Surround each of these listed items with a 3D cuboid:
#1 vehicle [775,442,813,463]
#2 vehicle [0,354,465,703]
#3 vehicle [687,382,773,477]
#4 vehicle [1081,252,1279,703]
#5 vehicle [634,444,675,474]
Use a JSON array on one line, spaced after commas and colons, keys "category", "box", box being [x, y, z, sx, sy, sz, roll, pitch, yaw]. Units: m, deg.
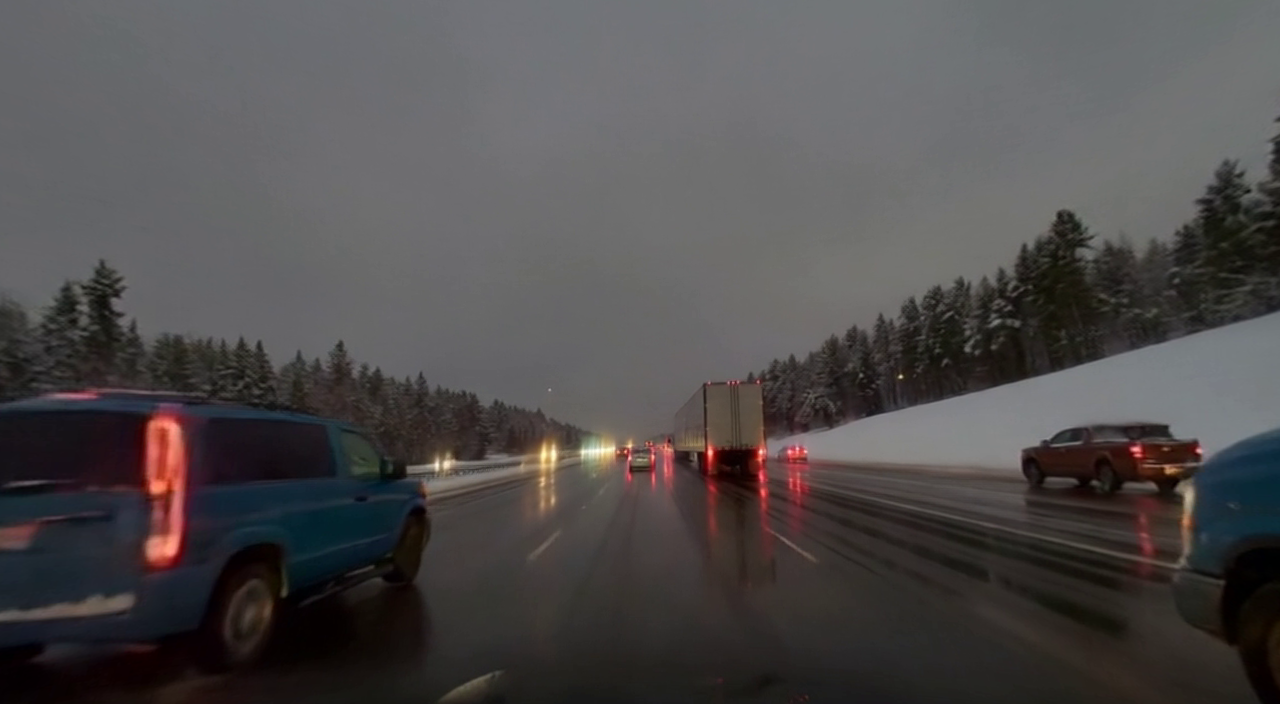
[{"category": "vehicle", "box": [11.519, 7.531, 47.330, 1.876, 1.552, 3.640, 0, -9, 0]}, {"category": "vehicle", "box": [-3.169, 1.221, 4.889, 2.237, 1.745, 4.575, 0, -9, 1]}, {"category": "vehicle", "box": [4.352, 4.293, 33.645, 2.821, 4.077, 12.562, 0, -9, 0]}, {"category": "vehicle", "box": [3.717, 0.339, 0.560, 2.441, 2.017, 5.739, 0, -9, 0]}, {"category": "vehicle", "box": [0.706, 5.648, 33.589, 2.063, 1.469, 4.208, 0, -9, 0]}]
